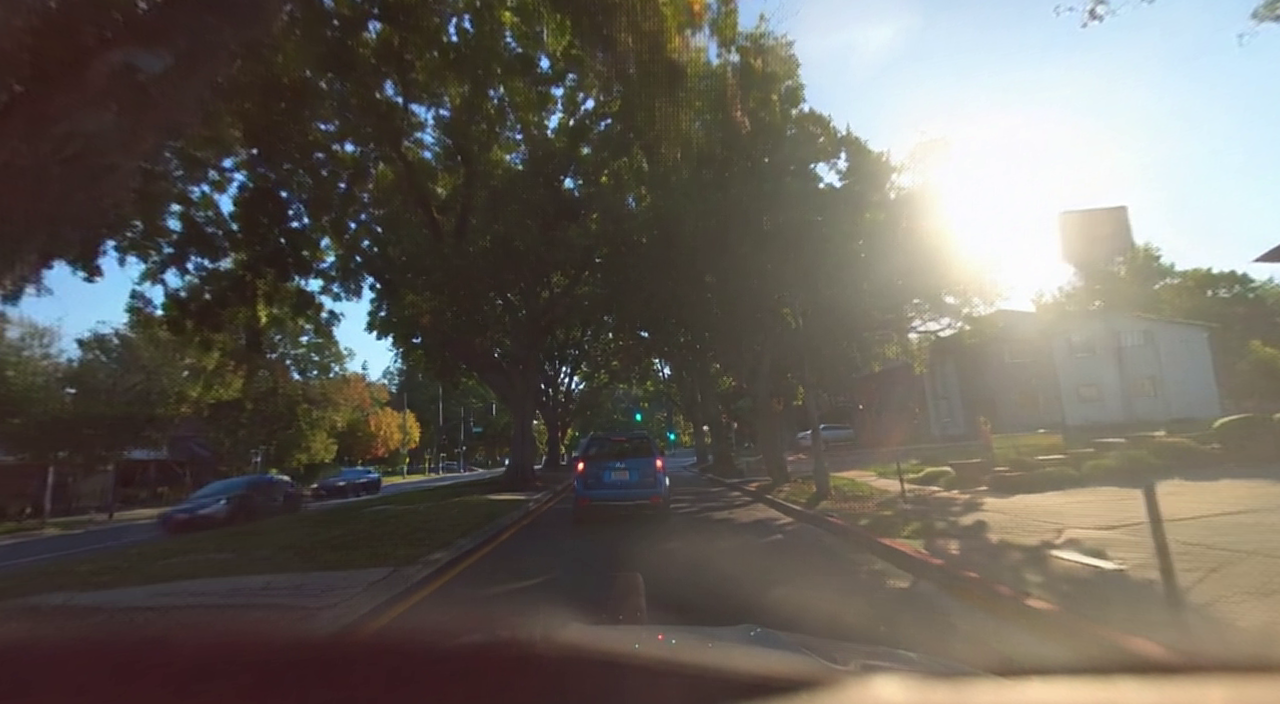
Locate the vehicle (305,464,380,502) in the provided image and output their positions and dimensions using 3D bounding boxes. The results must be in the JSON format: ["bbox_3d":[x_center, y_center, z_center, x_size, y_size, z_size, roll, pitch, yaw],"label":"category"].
[{"bbox_3d":[-15.673,6.902,33.534,1.785,1.699,4.328,0,-8,0],"label":"vehicle"}]

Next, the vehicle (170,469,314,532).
[{"bbox_3d":[-12.152,4.523,19.701,1.714,1.578,4.218,0,-8,0],"label":"vehicle"}]

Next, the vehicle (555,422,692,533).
[{"bbox_3d":[-0.295,2.253,11.877,2.136,1.703,3.910,0,-8,-1],"label":"vehicle"}]
